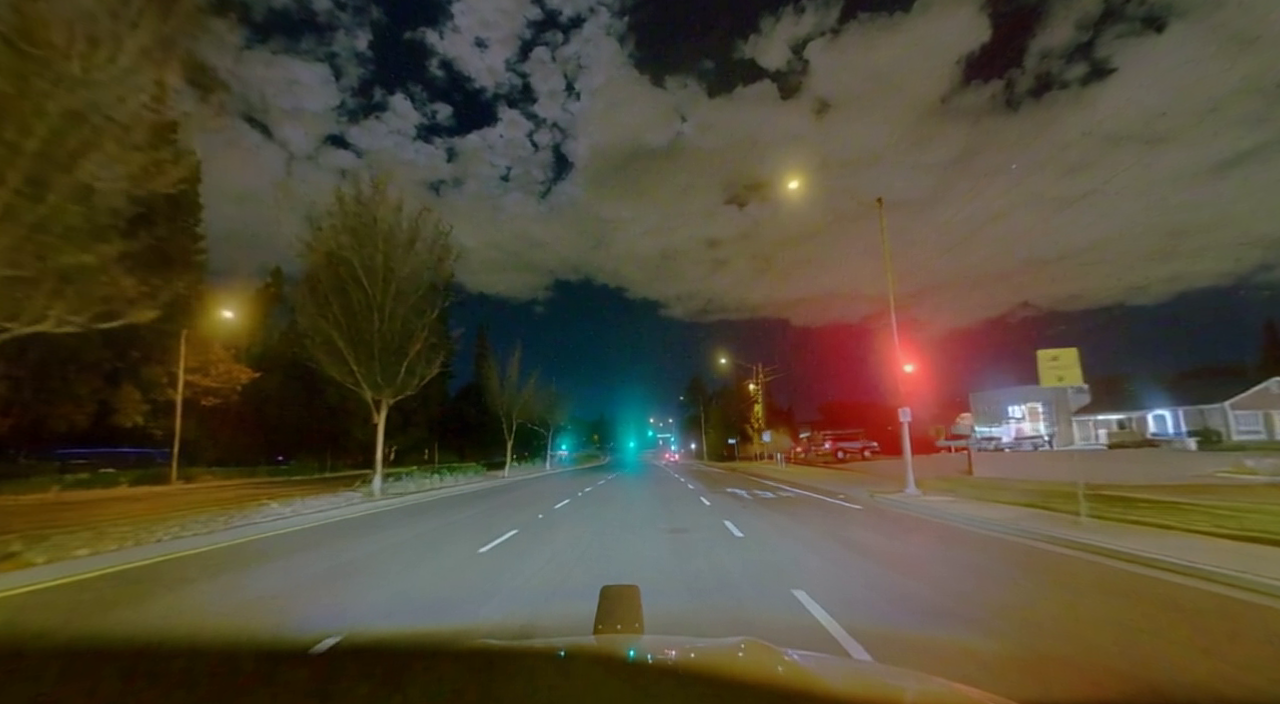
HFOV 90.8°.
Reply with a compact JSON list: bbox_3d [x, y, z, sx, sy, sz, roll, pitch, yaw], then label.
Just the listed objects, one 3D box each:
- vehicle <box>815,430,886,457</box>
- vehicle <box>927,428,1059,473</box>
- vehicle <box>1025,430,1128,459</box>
[{"bbox_3d":[15.563,6.788,46.605,5.397,1.879,2.132,7,-12,-36],"label":"vehicle"},{"bbox_3d":[15.443,4.322,27.818,4.543,1.838,2.127,0,-9,-3],"label":"vehicle"},{"bbox_3d":[30.406,6.504,44.264,5.556,1.821,2.068,-6,-11,27],"label":"vehicle"}]
